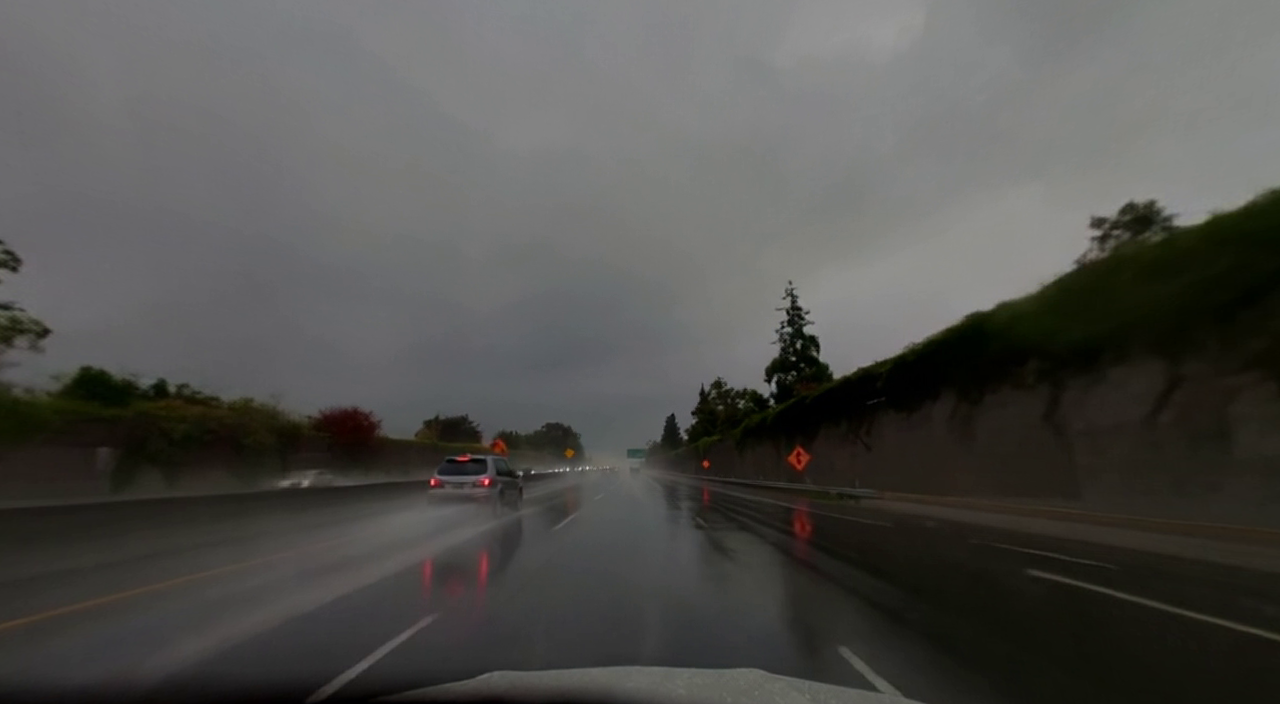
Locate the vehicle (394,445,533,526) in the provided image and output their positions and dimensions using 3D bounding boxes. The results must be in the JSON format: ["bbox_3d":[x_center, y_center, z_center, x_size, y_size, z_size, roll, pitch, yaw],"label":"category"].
[{"bbox_3d":[-4.322,3.407,16.428,2.178,1.736,4.847,1,-10,0],"label":"vehicle"}]

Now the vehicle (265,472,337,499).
[{"bbox_3d":[-20.492,8.068,38.282,2.001,1.506,4.156,1,-10,1],"label":"vehicle"}]
